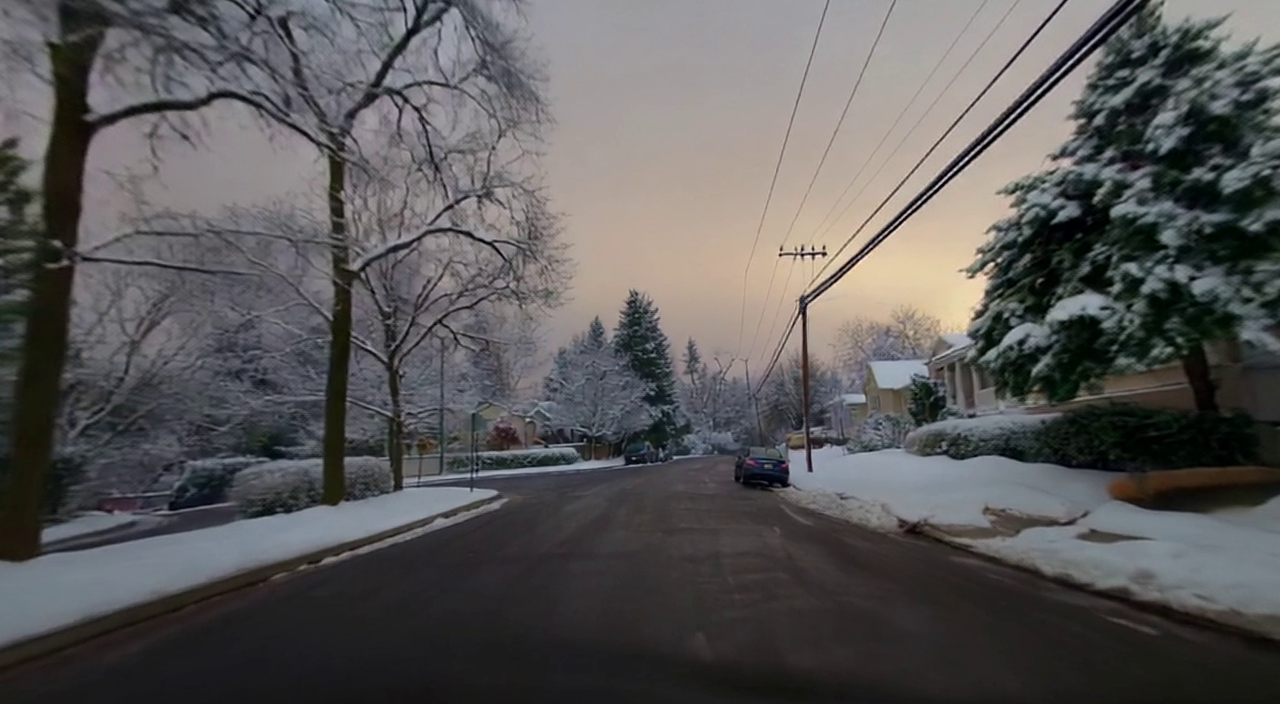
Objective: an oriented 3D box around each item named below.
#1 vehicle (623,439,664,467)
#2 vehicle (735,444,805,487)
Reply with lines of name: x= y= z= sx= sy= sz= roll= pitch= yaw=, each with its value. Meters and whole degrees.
vehicle: x=0.350 y=7.673 z=47.860 sx=2.463 sy=1.951 sz=5.794 roll=-2 pitch=-9 yaw=6
vehicle: x=4.991 y=4.418 z=24.898 sx=2.151 sy=1.468 sz=5.066 roll=-1 pitch=-9 yaw=5
